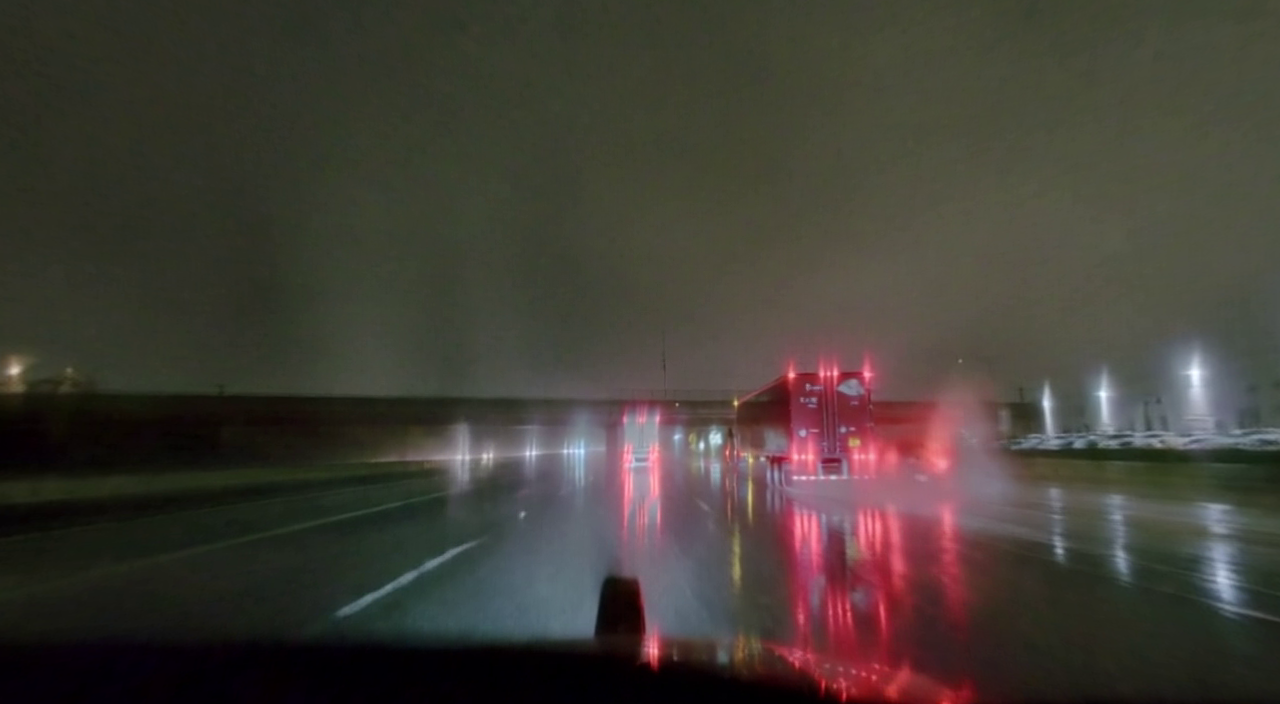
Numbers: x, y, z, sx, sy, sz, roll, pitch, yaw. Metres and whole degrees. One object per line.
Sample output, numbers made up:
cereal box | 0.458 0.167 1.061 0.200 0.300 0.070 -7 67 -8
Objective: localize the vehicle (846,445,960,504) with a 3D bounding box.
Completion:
vehicle | 7.297 3.410 17.897 1.660 1.497 3.594 0 -9 1
